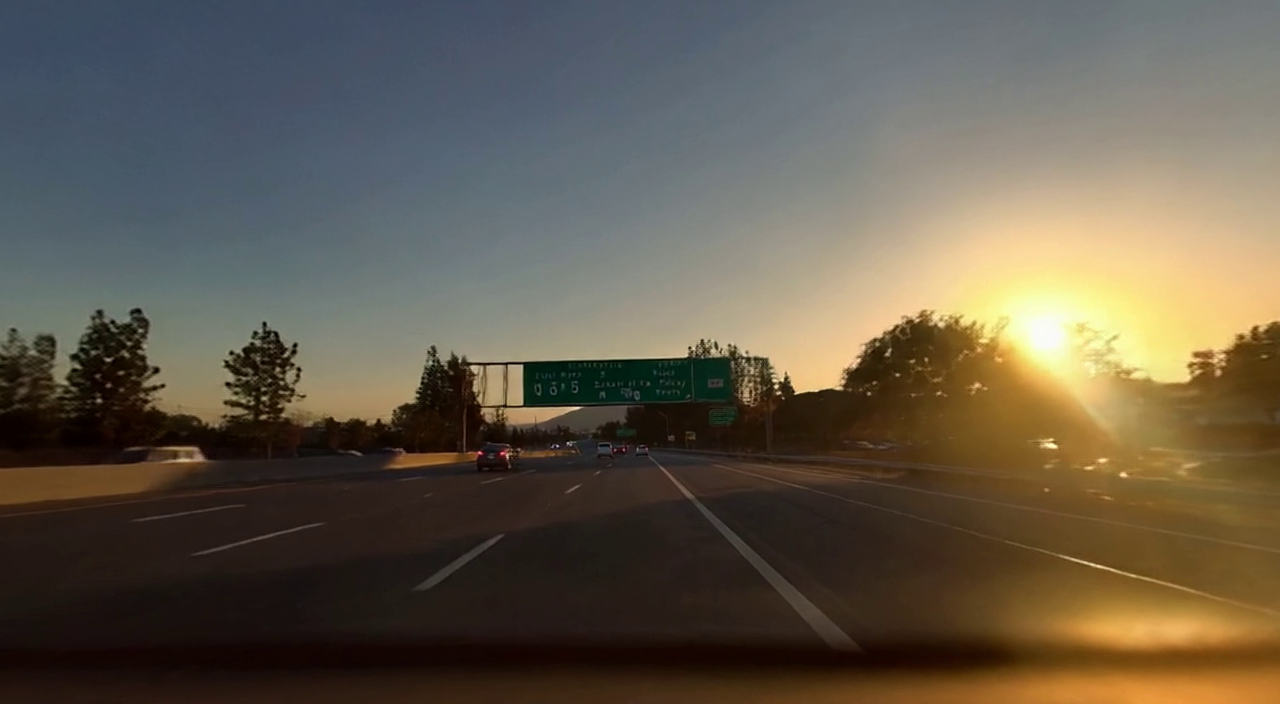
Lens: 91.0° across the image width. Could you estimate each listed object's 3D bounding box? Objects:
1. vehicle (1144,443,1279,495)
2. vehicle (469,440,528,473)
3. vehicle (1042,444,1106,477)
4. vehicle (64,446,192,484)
[{"bbox_3d":[19.936,3.943,21.501,1.989,1.529,4.791,1,-8,8],"label":"vehicle"},{"bbox_3d":[-7.093,5.253,31.909,1.985,1.513,4.172,0,-8,0],"label":"vehicle"},{"bbox_3d":[23.932,5.963,34.867,2.011,1.550,4.792,0,-8,24],"label":"vehicle"},{"bbox_3d":[-24.814,5.456,30.810,2.097,1.676,4.828,0,-9,1],"label":"vehicle"}]
